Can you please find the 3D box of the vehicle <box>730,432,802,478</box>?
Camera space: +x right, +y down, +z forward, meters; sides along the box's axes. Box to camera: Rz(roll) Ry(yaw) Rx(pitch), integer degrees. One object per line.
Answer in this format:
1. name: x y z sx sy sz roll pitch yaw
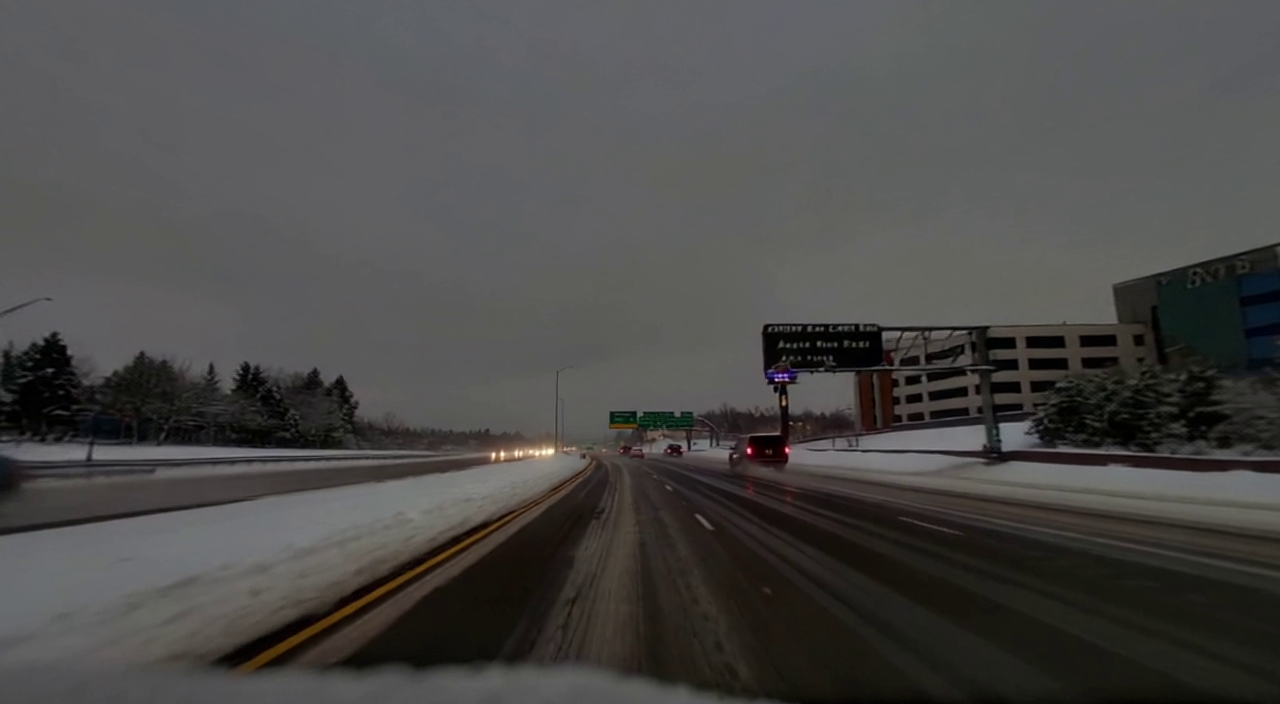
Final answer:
1. vehicle: 5.775 4.803 29.762 2.181 1.952 4.973 0 -9 -2
